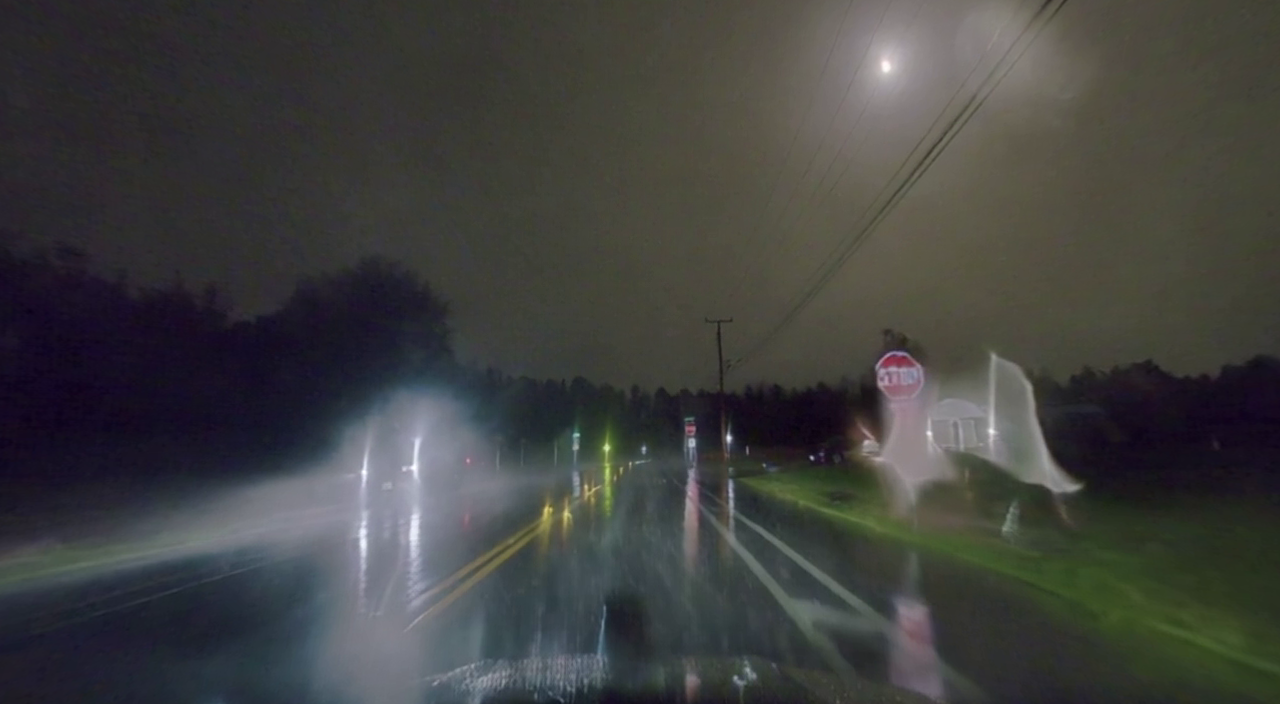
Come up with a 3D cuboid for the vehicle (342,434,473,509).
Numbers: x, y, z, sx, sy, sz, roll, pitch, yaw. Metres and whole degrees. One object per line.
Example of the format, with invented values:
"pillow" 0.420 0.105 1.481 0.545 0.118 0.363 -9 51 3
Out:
"vehicle" -6.333 3.344 17.831 1.992 1.797 4.372 -2 -10 1
